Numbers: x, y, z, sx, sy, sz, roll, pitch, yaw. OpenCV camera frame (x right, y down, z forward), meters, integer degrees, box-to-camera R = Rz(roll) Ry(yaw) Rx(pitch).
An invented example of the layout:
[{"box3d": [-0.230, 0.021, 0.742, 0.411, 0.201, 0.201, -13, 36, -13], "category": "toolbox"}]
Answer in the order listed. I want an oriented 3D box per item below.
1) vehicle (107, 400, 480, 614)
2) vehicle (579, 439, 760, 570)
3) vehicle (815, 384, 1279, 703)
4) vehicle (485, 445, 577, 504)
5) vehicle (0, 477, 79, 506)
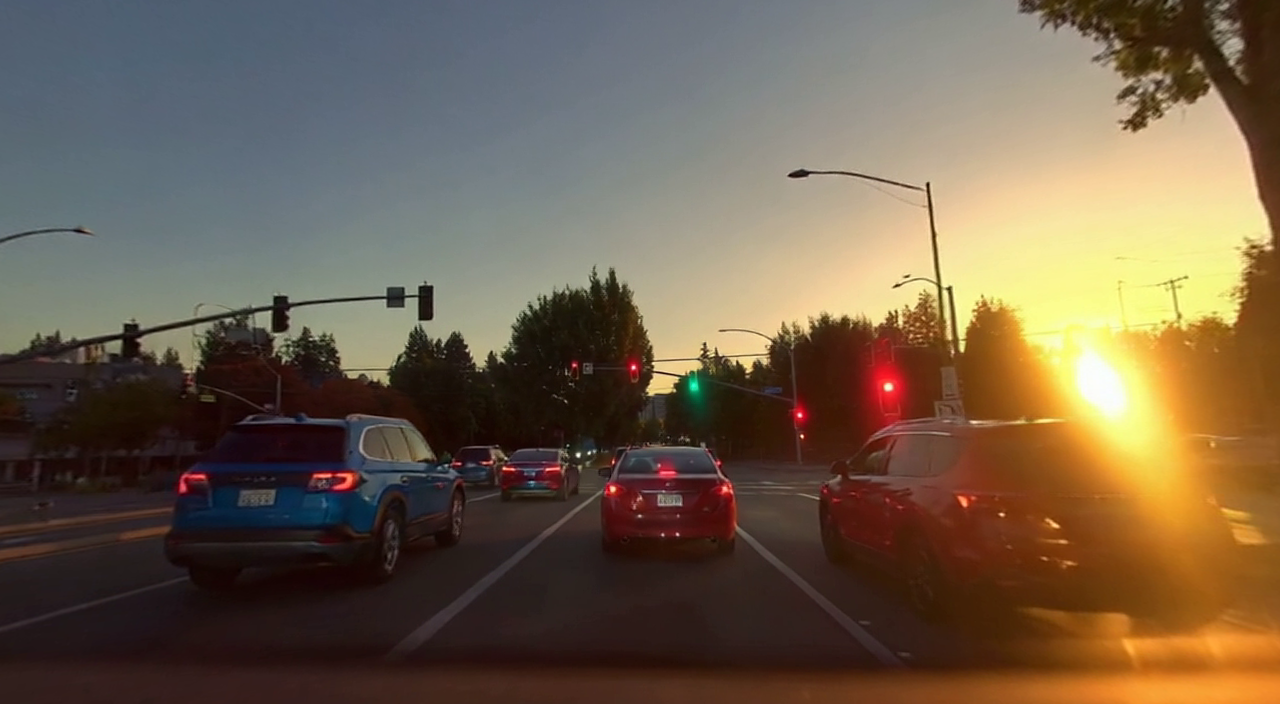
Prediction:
[{"box3d": [-3.446, 1.605, 7.439, 1.889, 1.767, 4.289, 0, -8, 1], "category": "vehicle"}, {"box3d": [0.292, 2.026, 9.134, 2.051, 1.460, 3.932, 0, -8, -1], "category": "vehicle"}, {"box3d": [3.175, 1.382, 5.749, 1.880, 1.747, 4.500, 0, -8, 1], "category": "vehicle"}, {"box3d": [-3.029, 3.493, 18.374, 1.868, 1.516, 4.114, 0, -8, 1], "category": "vehicle"}, {"box3d": [-35.099, 7.898, 35.755, 4.401, 1.464, 1.980, 0, -8, 2], "category": "vehicle"}]
